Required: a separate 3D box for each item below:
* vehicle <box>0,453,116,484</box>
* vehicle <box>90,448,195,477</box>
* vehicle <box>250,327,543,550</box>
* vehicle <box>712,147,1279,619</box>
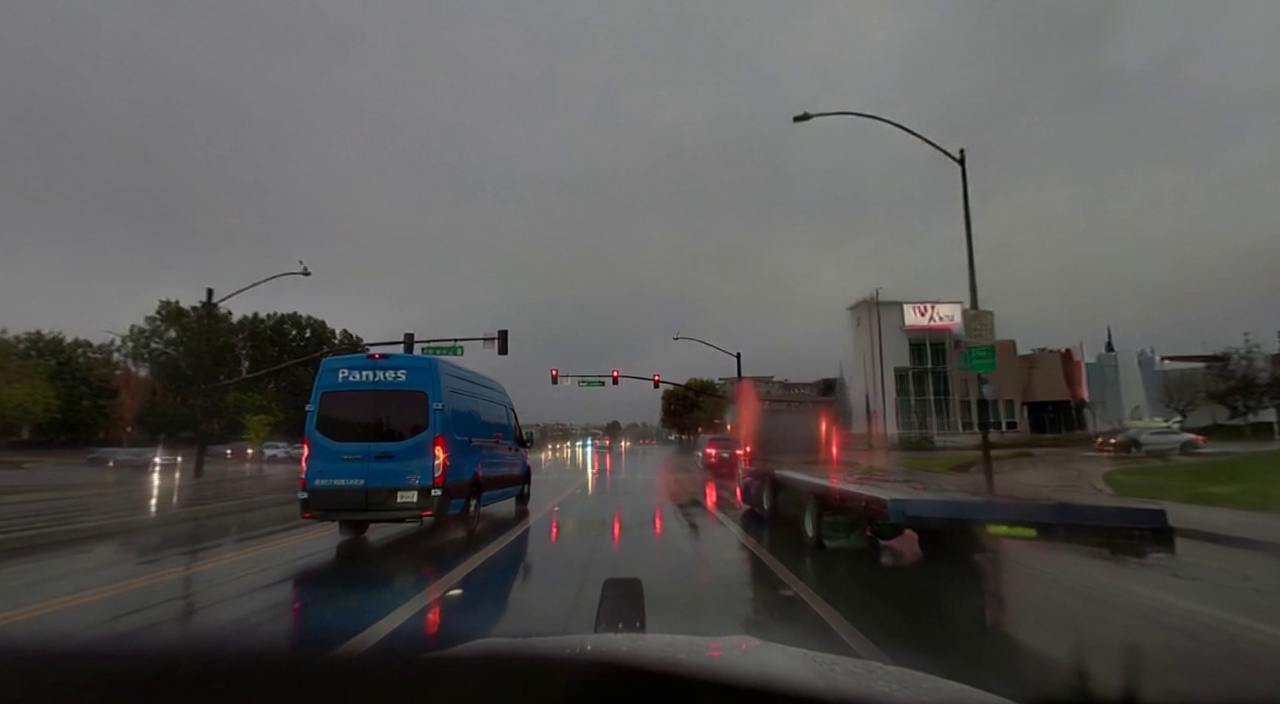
[{"bbox_3d":[-31.071,6.159,33.527,4.535,1.467,2.021,4,-9,-27],"label":"vehicle"},{"bbox_3d":[-30.909,6.868,39.463,4.811,1.675,1.875,5,-10,-30],"label":"vehicle"},{"bbox_3d":[-3.540,1.555,11.220,2.443,2.784,6.493,0,-9,1],"label":"vehicle"},{"bbox_3d":[3.155,0.873,9.580,2.861,3.525,9.858,0,-9,0],"label":"vehicle"}]
